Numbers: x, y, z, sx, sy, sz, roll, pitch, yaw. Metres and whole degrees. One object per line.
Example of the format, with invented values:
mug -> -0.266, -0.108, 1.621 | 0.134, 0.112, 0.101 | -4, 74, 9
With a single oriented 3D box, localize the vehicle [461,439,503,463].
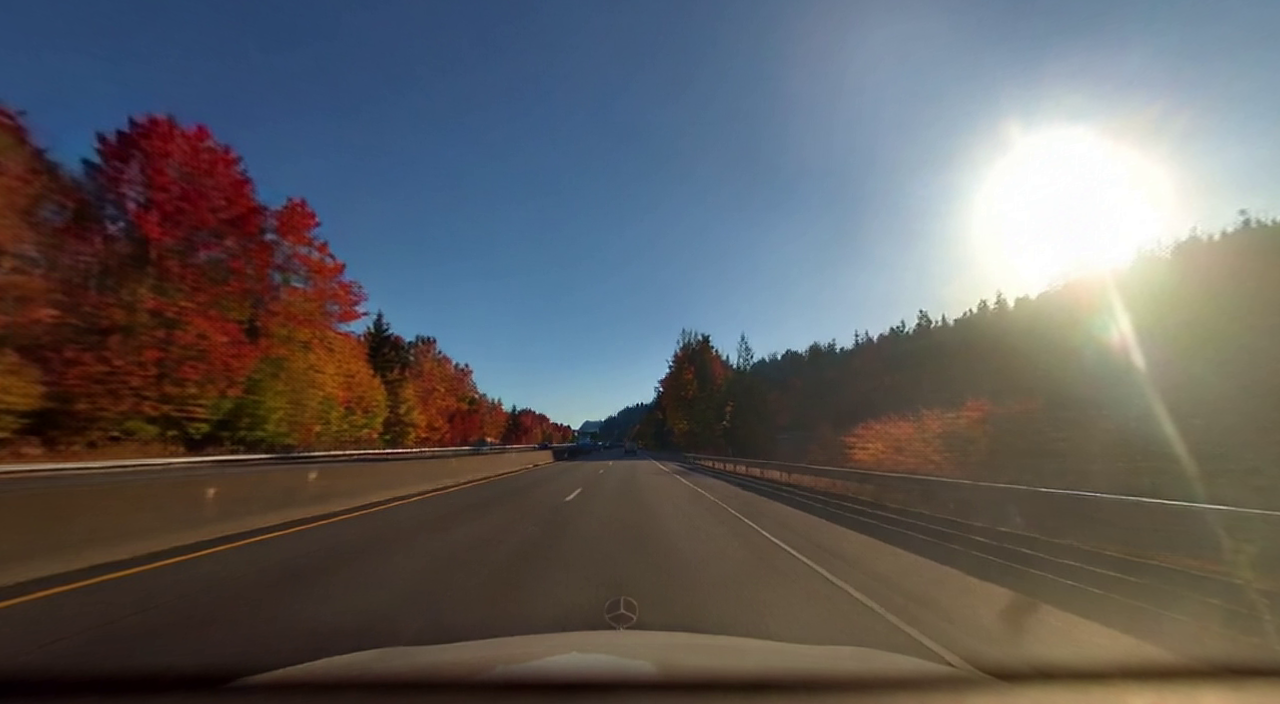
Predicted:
vehicle -> -10.898, 6.881, 43.572 | 1.868, 1.555, 4.174 | 0, -9, 0
